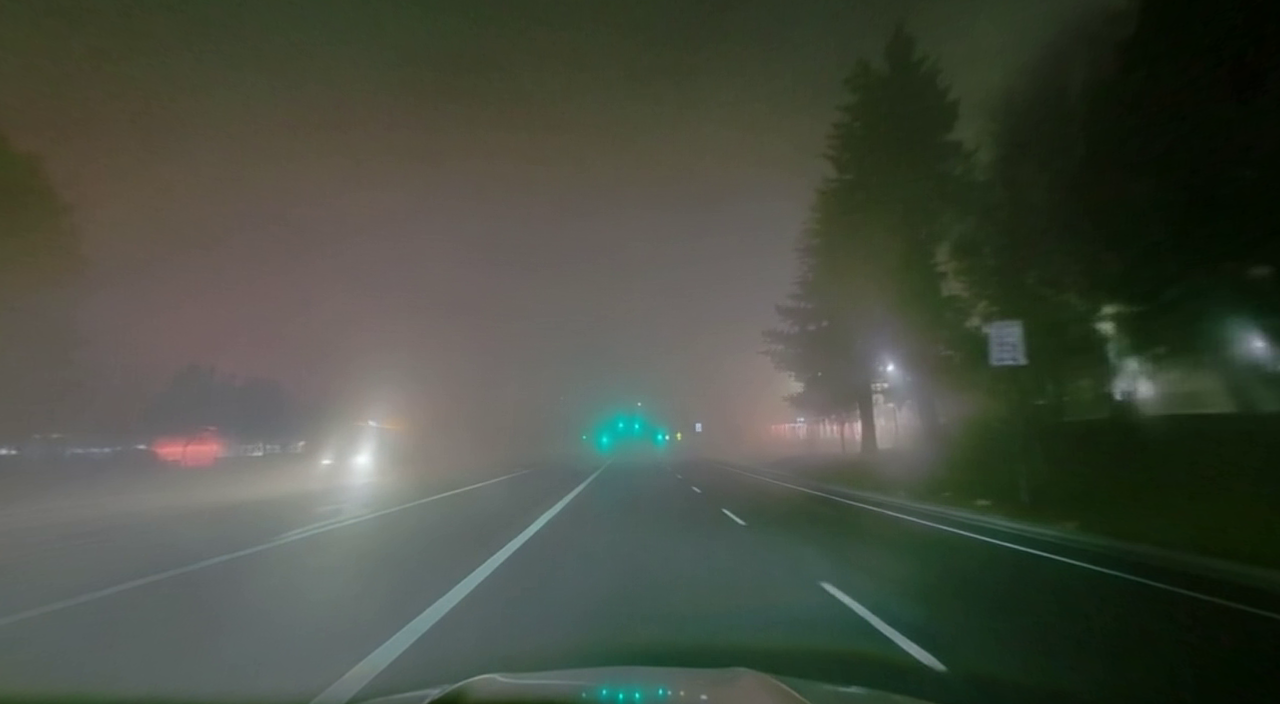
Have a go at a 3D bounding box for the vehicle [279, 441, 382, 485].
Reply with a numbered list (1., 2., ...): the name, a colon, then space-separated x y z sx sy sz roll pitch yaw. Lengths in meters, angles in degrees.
1. vehicle: -13.779 4.926 28.548 2.133 1.770 5.049 0 -8 0
